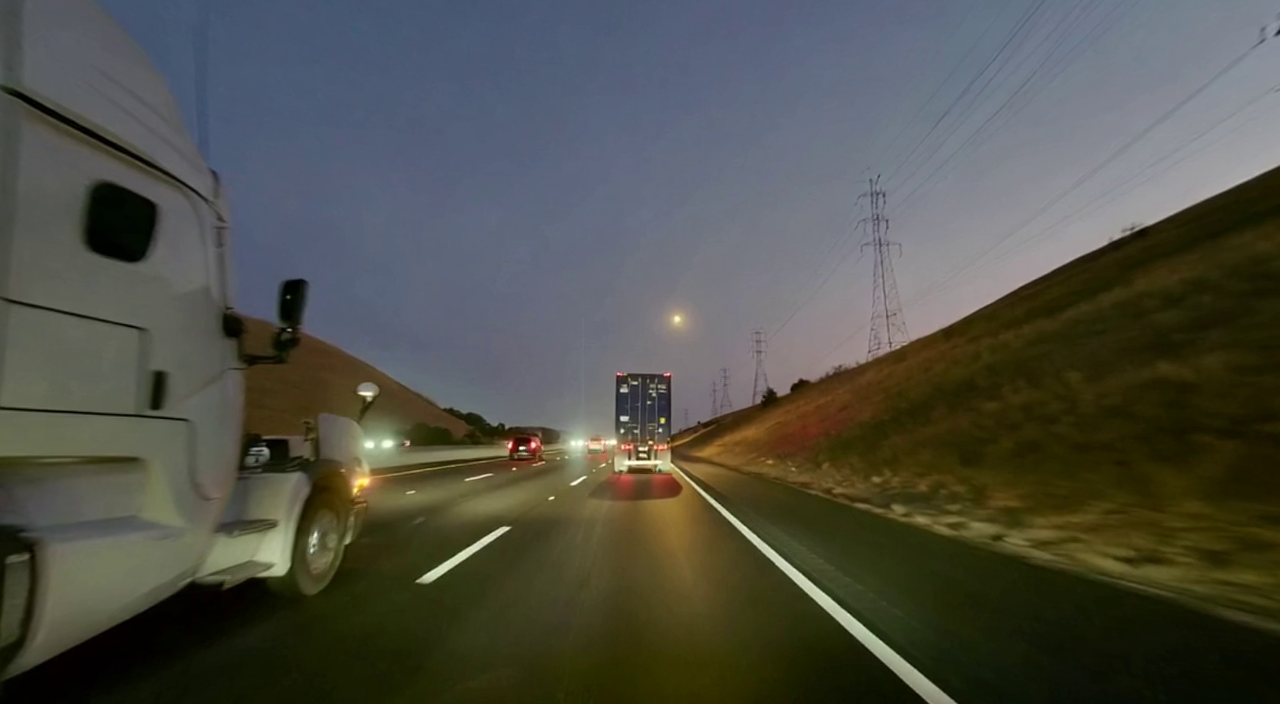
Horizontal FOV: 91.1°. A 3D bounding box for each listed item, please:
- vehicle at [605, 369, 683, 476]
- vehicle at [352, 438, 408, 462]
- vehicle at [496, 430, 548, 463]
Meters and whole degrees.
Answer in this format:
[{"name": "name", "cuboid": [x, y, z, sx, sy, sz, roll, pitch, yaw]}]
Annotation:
[{"name": "vehicle", "cuboid": [0.101, 3.558, 30.121, 3.006, 4.120, 11.586, 0, -8, 0]}, {"name": "vehicle", "cuboid": [-17.420, 6.576, 42.286, 1.957, 1.492, 4.092, 0, -8, 0]}, {"name": "vehicle", "cuboid": [-7.205, 5.852, 38.823, 2.214, 1.899, 4.719, 0, -8, 1]}]
